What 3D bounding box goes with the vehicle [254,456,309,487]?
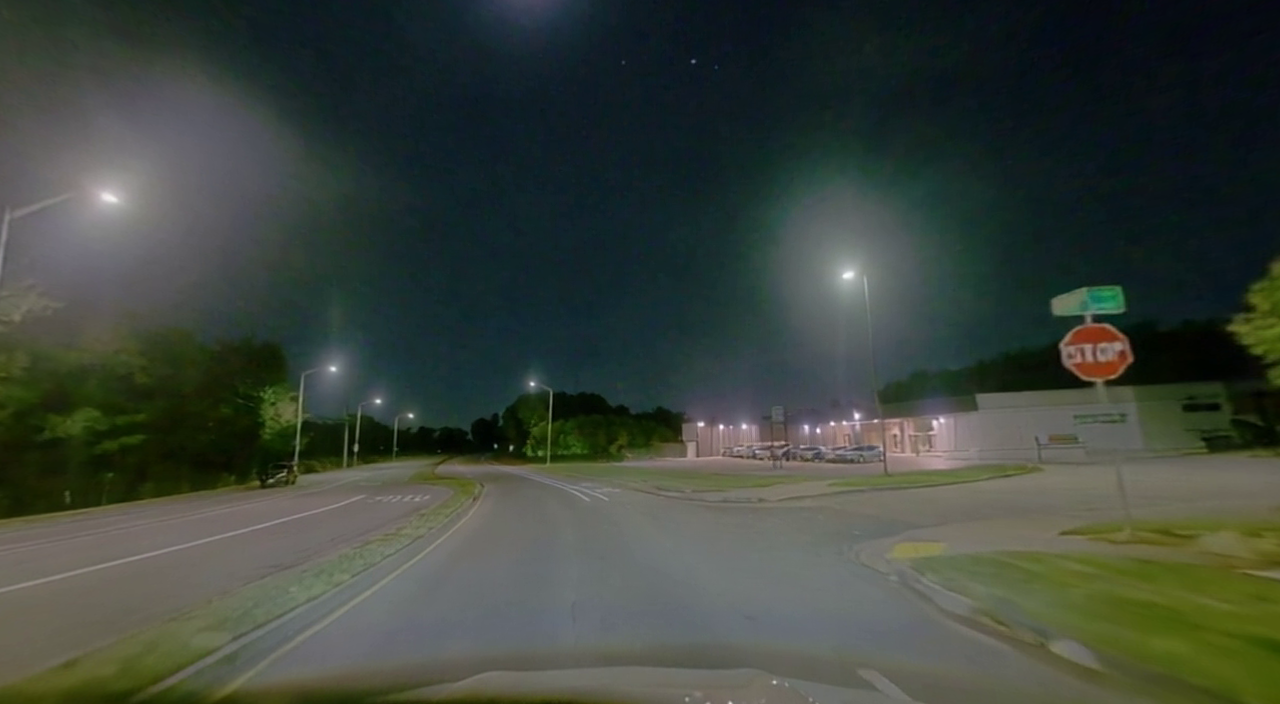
[{"bbox_3d":[-21.678,7.280,38.178,1.952,1.632,4.200,1,-12,-17],"label":"vehicle"}]
